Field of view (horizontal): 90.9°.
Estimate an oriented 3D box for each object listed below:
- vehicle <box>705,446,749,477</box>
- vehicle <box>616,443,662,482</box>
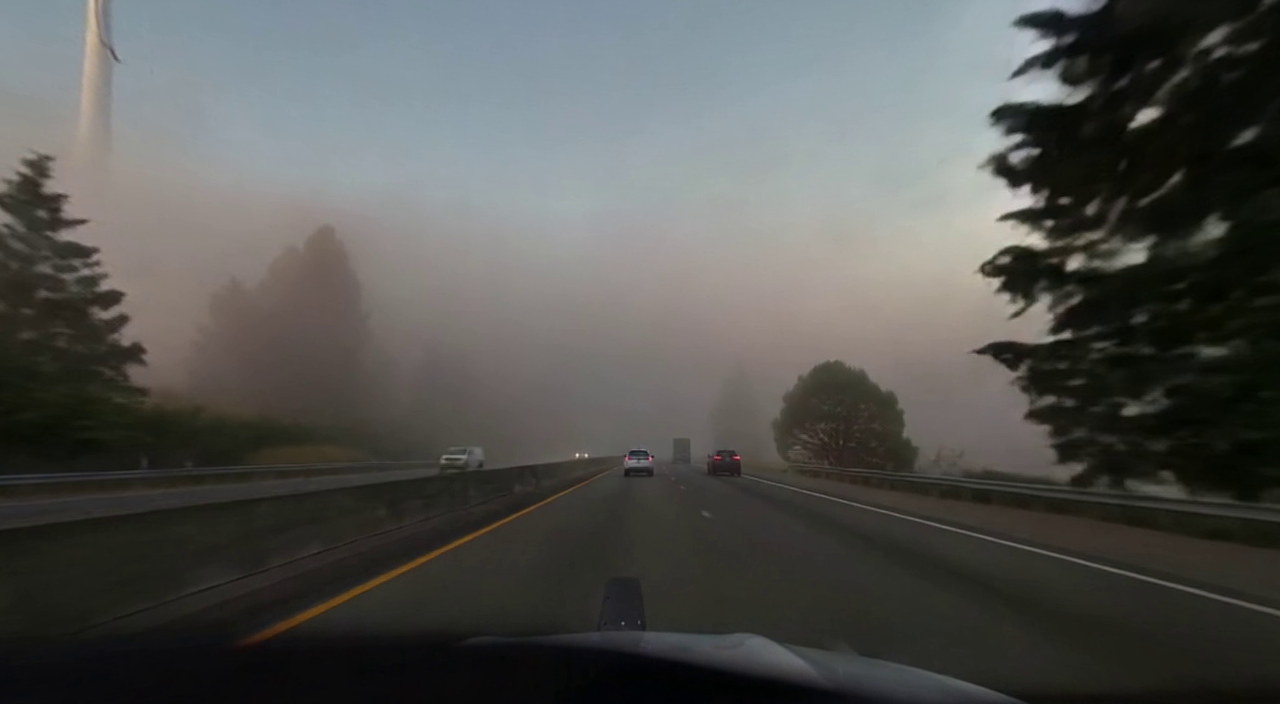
[{"bbox_3d":[5.065,6.446,37.290,2.040,1.721,4.507,0,-9,1],"label":"vehicle"},{"bbox_3d":[-0.024,5.195,29.819,2.038,1.723,4.150,0,-9,0],"label":"vehicle"}]
